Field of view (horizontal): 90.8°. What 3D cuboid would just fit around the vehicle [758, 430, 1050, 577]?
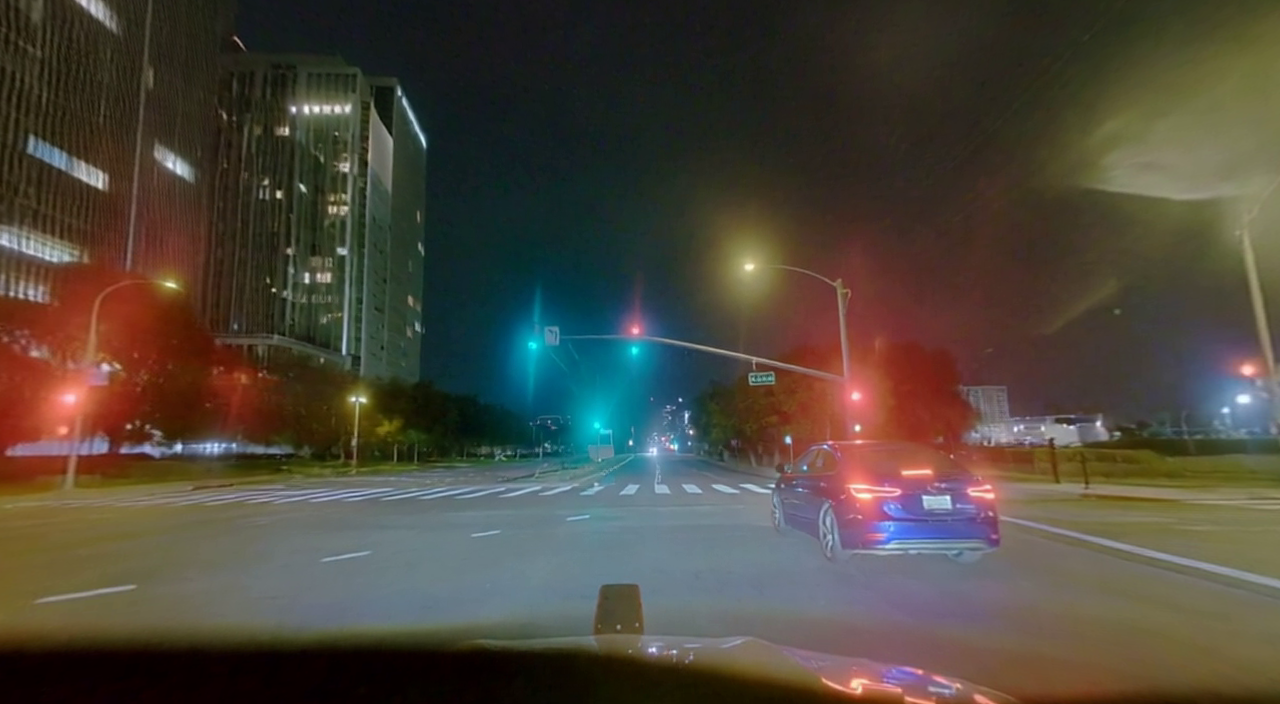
[{"bbox_3d":[3.263,1.966,9.158,2.089,1.539,4.767,0,-8,-1],"label":"vehicle"}]
